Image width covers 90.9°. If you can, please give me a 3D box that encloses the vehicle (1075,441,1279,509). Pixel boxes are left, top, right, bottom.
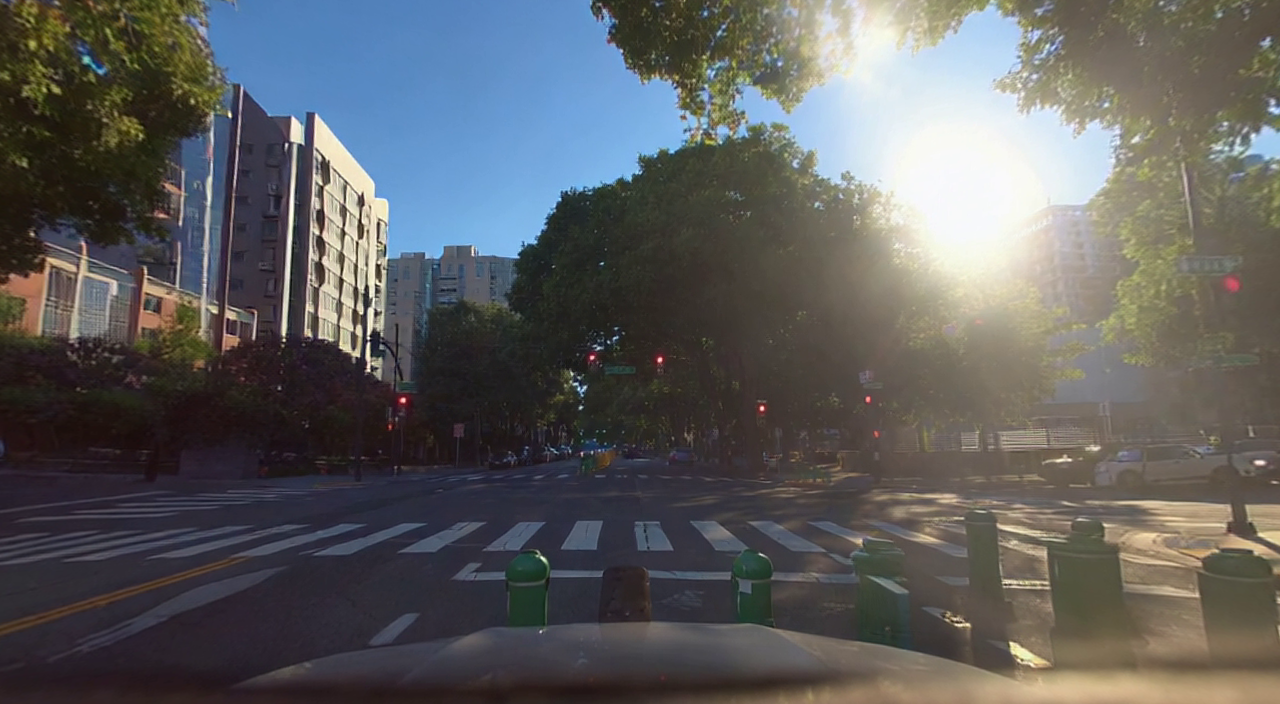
[{"bbox_3d":[12.992,2.798,14.566,4.424,1.436,1.804,-1,-8,5],"label":"vehicle"}]
